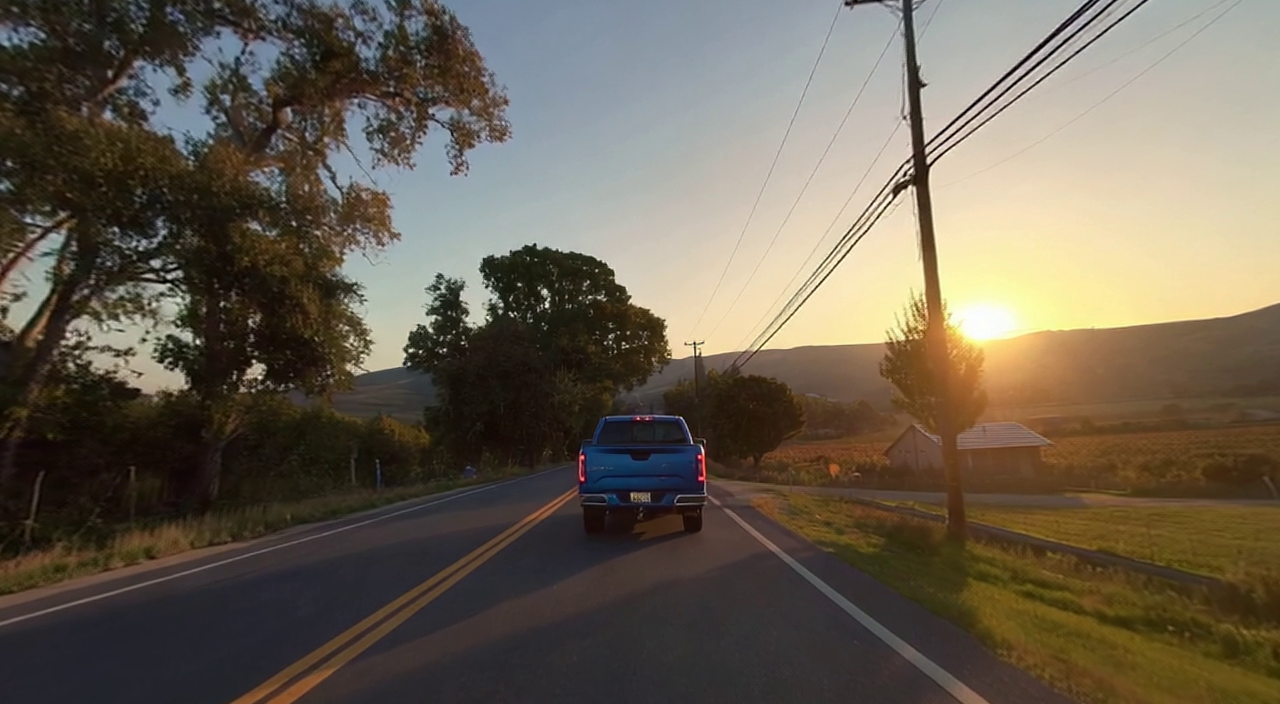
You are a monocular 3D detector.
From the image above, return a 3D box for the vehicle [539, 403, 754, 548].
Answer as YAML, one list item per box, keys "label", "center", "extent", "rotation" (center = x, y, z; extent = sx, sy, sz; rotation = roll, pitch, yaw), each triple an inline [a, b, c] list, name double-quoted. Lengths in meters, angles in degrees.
- label: "vehicle"
  center: [0.052, 2.039, 11.212]
  extent: [2.774, 1.861, 5.885]
  rotation: [0, -8, -1]
